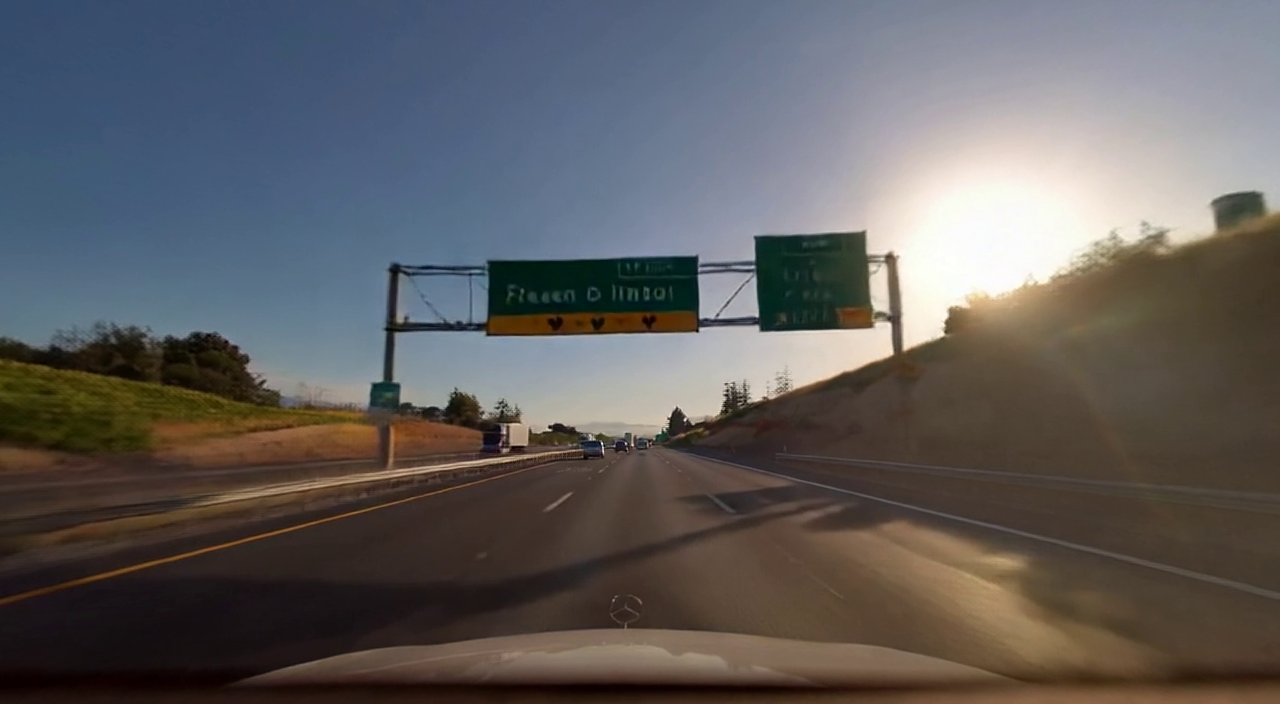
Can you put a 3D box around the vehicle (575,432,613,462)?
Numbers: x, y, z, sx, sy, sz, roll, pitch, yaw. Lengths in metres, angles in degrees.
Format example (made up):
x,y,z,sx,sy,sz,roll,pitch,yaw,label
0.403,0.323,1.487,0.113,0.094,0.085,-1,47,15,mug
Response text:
x,y,z,sx,sy,sz,roll,pitch,yaw,label
-3.236,6.780,44.873,2.286,2.011,4.452,0,-8,1,vehicle
